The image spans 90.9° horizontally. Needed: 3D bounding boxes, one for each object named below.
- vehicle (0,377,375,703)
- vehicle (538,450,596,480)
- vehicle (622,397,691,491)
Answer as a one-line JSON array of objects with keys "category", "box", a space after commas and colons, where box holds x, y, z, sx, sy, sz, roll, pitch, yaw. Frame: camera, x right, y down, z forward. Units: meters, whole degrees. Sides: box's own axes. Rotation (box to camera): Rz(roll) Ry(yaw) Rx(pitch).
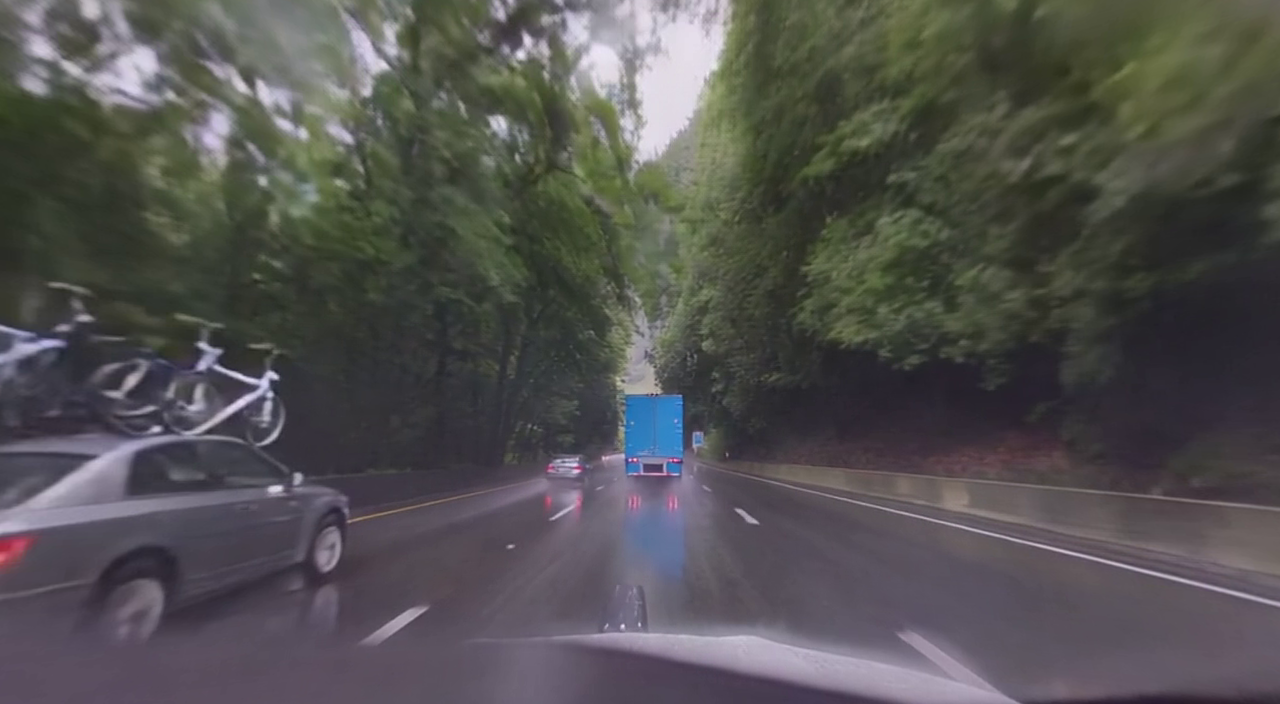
[{"category": "vehicle", "box": [-4.195, 1.240, 4.993, 2.018, 1.632, 4.722, 0, -9, 2]}, {"category": "vehicle", "box": [-3.597, 5.672, 31.867, 2.133, 1.358, 4.870, 0, -9, 3]}, {"category": "vehicle", "box": [0.870, 4.511, 30.726, 2.821, 3.878, 8.925, 0, -9, 2]}]
